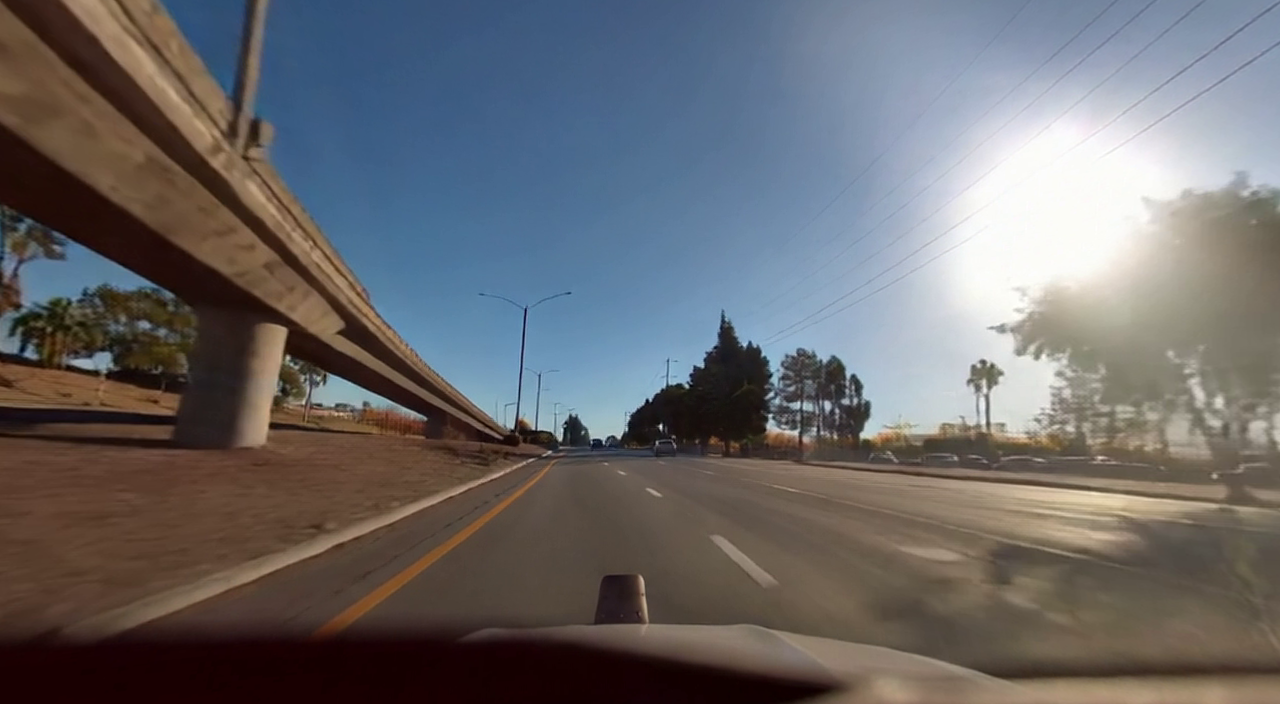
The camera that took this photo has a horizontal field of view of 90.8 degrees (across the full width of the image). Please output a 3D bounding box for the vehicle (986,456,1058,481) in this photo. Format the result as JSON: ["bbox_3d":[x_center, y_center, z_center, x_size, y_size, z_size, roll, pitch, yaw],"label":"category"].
[{"bbox_3d":[27.932,8.542,46.255,4.118,1.676,1.948,1,-10,-12],"label":"vehicle"}]

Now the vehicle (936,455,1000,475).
[{"bbox_3d":[25.103,8.672,48.401,4.057,1.399,1.750,3,-10,-9],"label":"vehicle"}]
